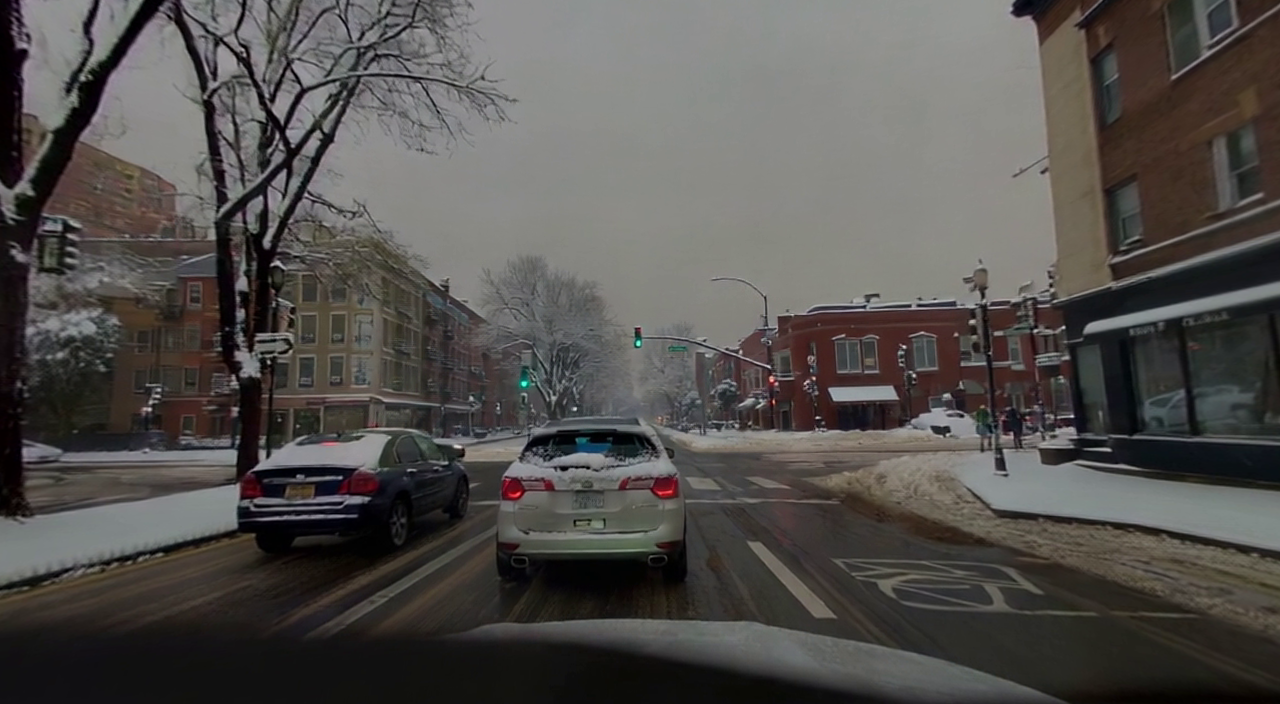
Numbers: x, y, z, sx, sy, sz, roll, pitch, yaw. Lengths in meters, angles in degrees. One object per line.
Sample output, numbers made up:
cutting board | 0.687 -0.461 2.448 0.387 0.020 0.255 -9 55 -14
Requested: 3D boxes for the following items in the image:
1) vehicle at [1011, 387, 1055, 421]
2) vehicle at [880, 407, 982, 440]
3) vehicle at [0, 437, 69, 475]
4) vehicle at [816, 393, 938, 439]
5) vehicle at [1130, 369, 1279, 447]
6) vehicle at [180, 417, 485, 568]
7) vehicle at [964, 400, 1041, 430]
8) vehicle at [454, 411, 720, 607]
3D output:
vehicle | 27.016 3.617 43.317 2.152 1.993 5.078 -6 -10 34
vehicle | 15.115 3.756 32.839 4.775 1.604 1.915 3 -9 -21
vehicle | -32.410 5.315 32.326 4.280 1.857 2.136 0 -8 1
vehicle | 13.763 3.787 36.716 6.541 2.480 2.259 3 -9 -19
vehicle | 21.714 2.107 23.192 5.756 2.653 2.403 1 -8 -11
vehicle | -3.700 1.765 8.734 1.934 1.522 4.464 0 -8 0
vehicle | 21.133 3.715 36.752 5.017 1.542 2.055 7 -11 -38
vehicle | -0.433 1.525 6.989 2.082 1.520 3.896 0 -8 -1
